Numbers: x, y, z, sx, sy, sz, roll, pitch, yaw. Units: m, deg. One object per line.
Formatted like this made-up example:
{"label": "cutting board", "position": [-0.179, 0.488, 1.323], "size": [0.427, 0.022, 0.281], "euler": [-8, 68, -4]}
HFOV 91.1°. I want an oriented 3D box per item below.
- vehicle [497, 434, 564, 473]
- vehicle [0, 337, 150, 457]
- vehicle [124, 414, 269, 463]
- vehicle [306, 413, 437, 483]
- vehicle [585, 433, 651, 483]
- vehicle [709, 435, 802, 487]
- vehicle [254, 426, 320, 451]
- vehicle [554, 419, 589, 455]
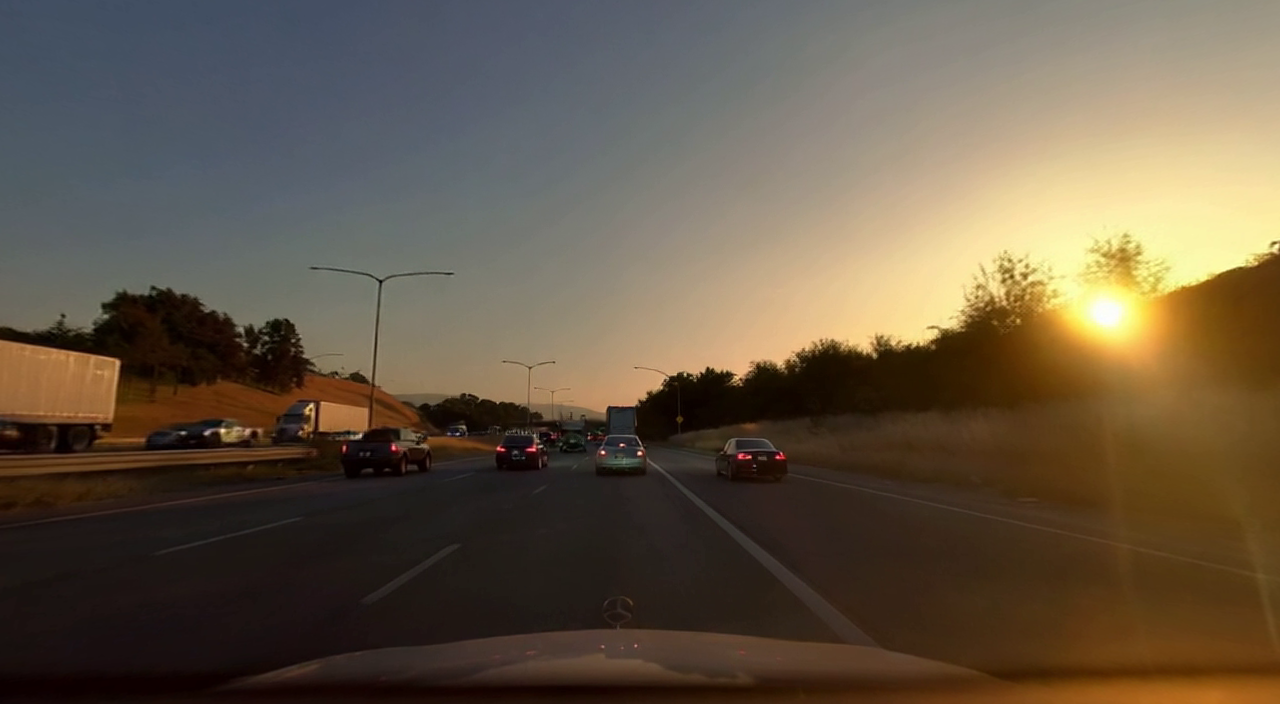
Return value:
{"label": "vehicle", "position": [-4.459, 4.181, 26.242], "size": [2.046, 1.493, 4.384], "euler": [0, -8, 0]}
{"label": "vehicle", "position": [-22.898, 1.458, 20.575], "size": [2.881, 3.978, 14.159], "euler": [0, -8, -2]}
{"label": "vehicle", "position": [-15.055, 2.991, 21.709], "size": [1.885, 1.496, 4.446], "euler": [0, -8, -2]}
{"label": "vehicle", "position": [-8.264, 3.001, 19.930], "size": [2.158, 1.943, 4.662], "euler": [0, -8, -1]}
{"label": "vehicle", "position": [-0.694, 3.462, 20.919], "size": [1.980, 1.478, 3.758], "euler": [0, -8, -1]}
{"label": "vehicle", "position": [3.546, 3.413, 20.189], "size": [1.981, 1.474, 4.396], "euler": [0, -8, -3]}
{"label": "vehicle", "position": [-23.747, 5.838, 42.516], "size": [2.068, 1.563, 4.337], "euler": [0, -8, -2]}
{"label": "vehicle", "position": [-5.249, 6.673, 49.182], "size": [2.303, 2.610, 6.579], "euler": [0, -8, -3]}
